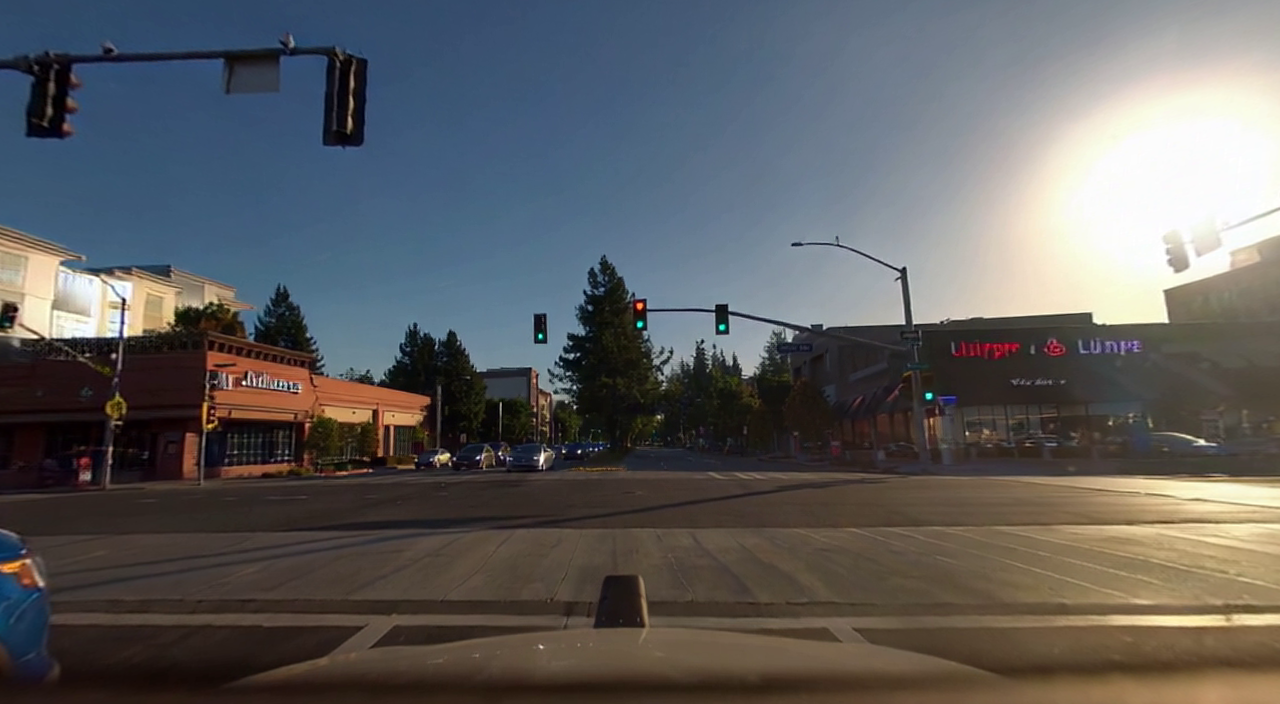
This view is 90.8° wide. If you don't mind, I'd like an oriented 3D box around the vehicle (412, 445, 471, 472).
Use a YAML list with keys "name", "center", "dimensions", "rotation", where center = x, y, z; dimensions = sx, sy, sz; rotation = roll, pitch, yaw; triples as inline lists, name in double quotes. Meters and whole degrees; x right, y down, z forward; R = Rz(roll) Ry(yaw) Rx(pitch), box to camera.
- name: "vehicle"
  center: [-11.323, 6.075, 36.330]
  dimensions: [2.003, 1.476, 4.082]
  rotation: [0, -8, 1]

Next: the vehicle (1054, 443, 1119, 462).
- name: "vehicle"
  center: [34.363, 7.749, 48.706]
  dimensions: [3.740, 1.433, 1.646]
  rotation: [0, -8, -2]

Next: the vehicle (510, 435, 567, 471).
- name: "vehicle"
  center: [-5.439, 5.497, 34.637]
  dimensions: [2.384, 1.787, 5.038]
  rotation: [0, -8, -2]

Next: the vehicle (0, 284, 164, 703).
- name: "vehicle"
  center: [-3.323, 0.441, 0.309]
  dimensions: [2.313, 1.883, 5.016]
  rotation: [0, -9, -1]

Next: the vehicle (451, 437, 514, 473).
- name: "vehicle"
  center: [-8.416, 5.536, 34.327]
  dimensions: [2.273, 1.791, 4.809]
  rotation: [0, -8, -1]
